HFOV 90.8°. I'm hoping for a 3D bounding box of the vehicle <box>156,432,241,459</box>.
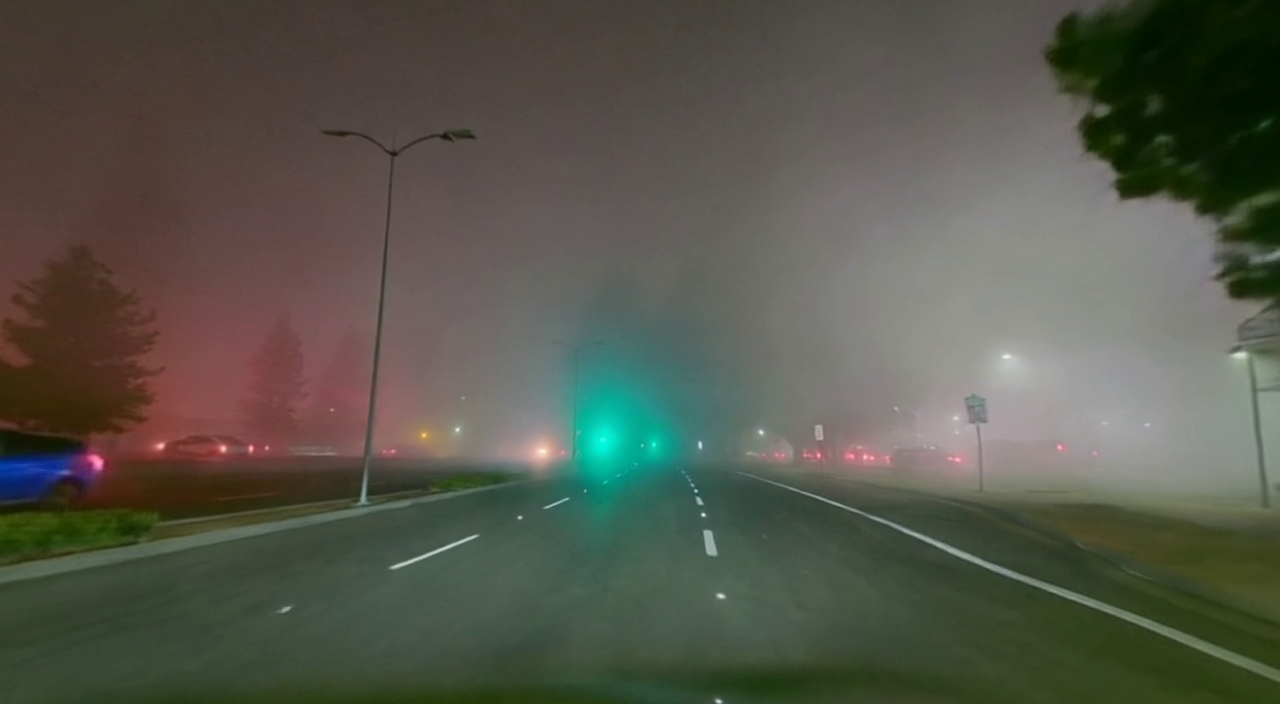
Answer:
[{"bbox_3d":[-32.893,6.981,47.216,4.579,1.962,2.161,2,-9,-16],"label":"vehicle"}]
